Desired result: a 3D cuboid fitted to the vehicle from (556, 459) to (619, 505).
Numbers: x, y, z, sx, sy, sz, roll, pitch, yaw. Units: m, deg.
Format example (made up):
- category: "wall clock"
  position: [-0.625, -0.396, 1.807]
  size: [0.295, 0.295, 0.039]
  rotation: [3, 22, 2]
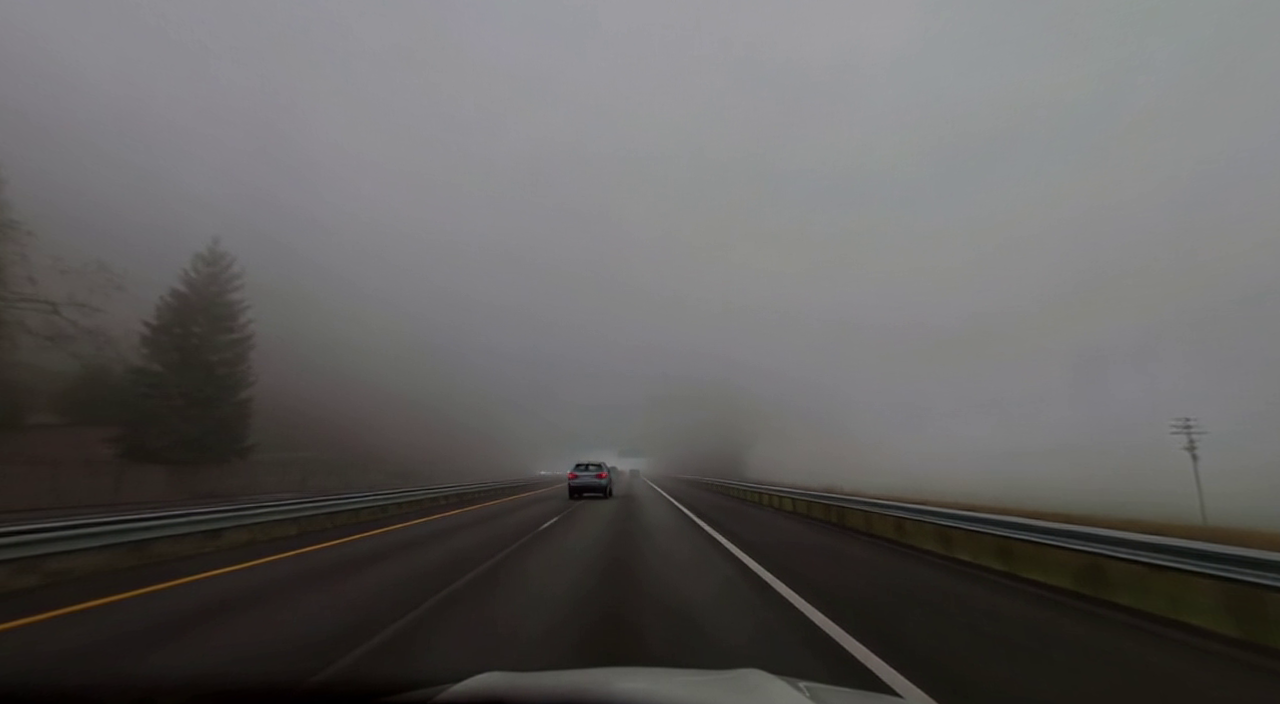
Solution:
- category: "vehicle"
  position: [-2.054, 5.298, 25.950]
  size: [2.107, 1.668, 4.554]
  rotation: [1, -11, 1]
